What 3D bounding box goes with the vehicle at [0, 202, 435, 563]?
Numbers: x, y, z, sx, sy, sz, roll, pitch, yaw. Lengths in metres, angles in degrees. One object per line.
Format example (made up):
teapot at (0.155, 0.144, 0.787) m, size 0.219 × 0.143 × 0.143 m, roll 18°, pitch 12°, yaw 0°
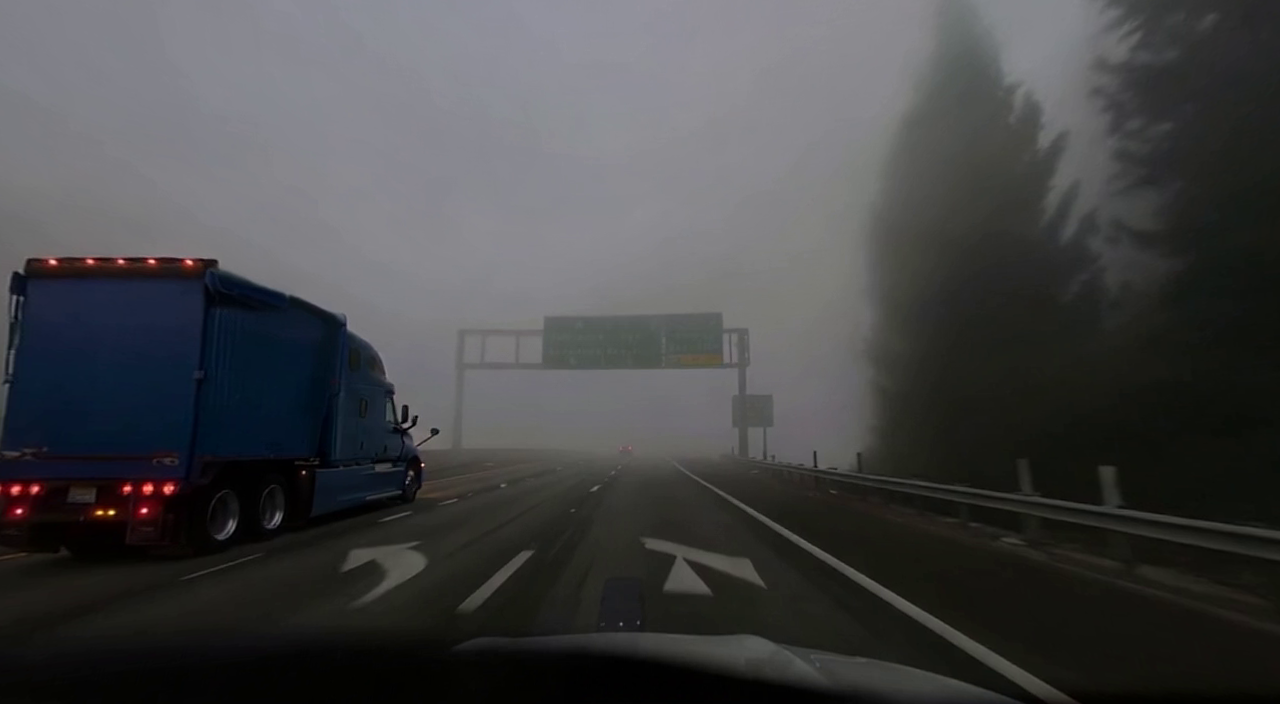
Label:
vehicle at (-6.773, 0.893, 11.162) m, size 2.996 × 3.947 × 8.600 m, roll 0°, pitch -9°, yaw 2°
